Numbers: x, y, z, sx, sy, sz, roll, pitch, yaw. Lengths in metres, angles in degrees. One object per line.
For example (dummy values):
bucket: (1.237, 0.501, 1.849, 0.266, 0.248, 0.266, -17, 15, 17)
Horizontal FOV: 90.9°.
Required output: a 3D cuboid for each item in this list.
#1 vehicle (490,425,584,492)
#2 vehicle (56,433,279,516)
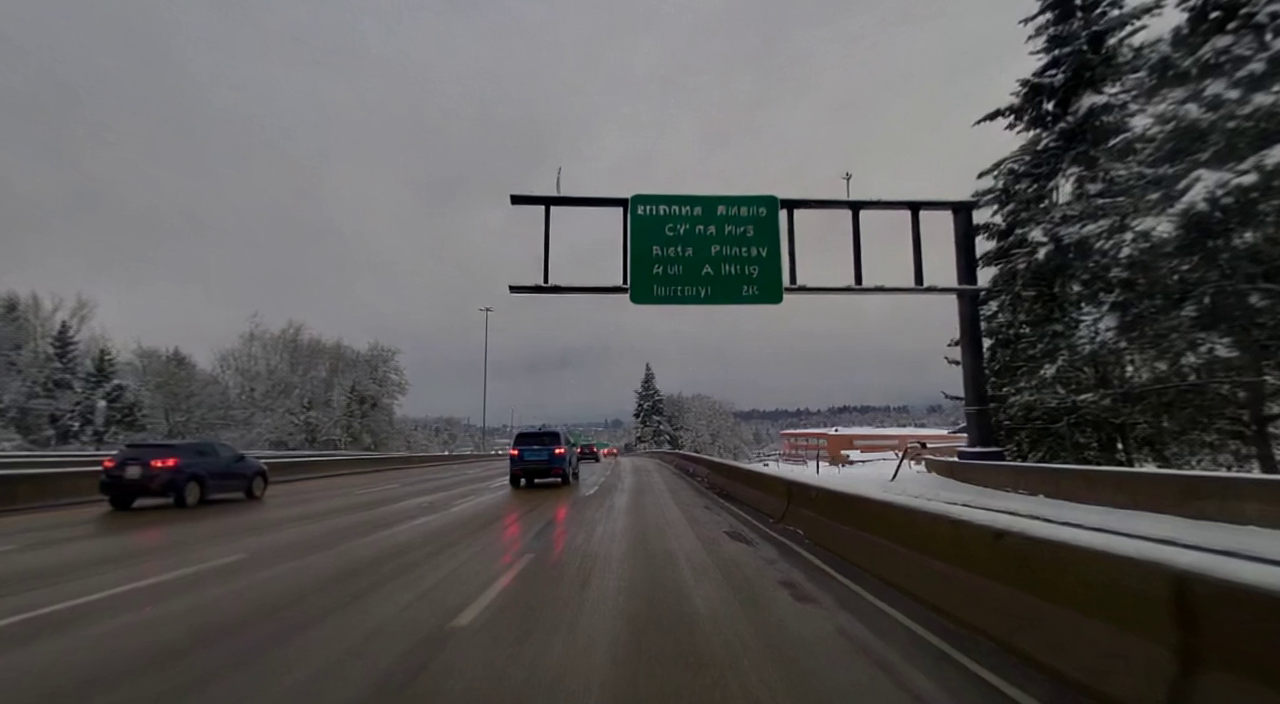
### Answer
vehicle: (-3.354, 3.596, 21.715, 2.301, 1.985, 5.247, 0, -8, 1)
vehicle: (-10.860, 2.805, 15.033, 1.919, 1.665, 4.394, 0, -8, 0)
